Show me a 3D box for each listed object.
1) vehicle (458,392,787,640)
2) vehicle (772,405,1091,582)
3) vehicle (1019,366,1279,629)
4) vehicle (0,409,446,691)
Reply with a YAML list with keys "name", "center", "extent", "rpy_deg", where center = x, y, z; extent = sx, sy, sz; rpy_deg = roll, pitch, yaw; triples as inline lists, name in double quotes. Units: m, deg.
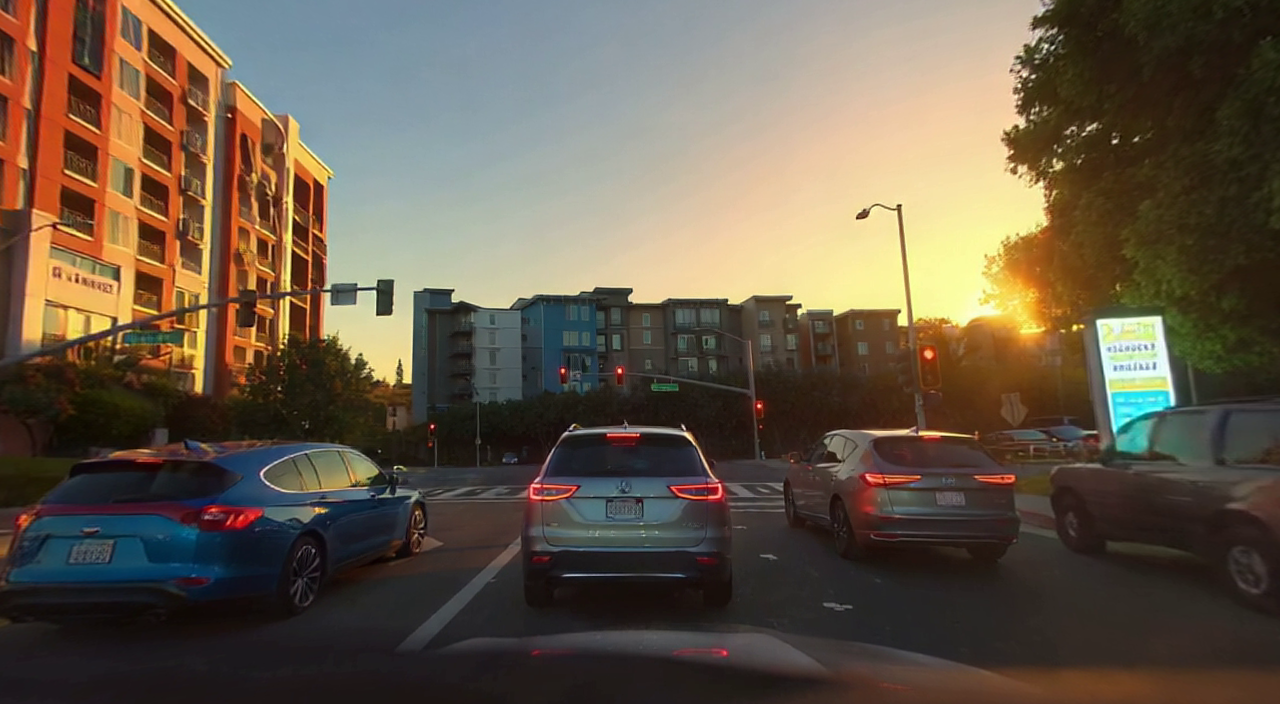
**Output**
- name: "vehicle"
  center: [-0.126, 1.418, 6.442]
  extent: [2.195, 1.662, 4.262]
  rpy_deg: [0, -8, 0]
- name: "vehicle"
  center: [3.216, 1.665, 8.256]
  extent: [2.004, 1.646, 4.554]
  rpy_deg: [0, -8, 0]
- name: "vehicle"
  center: [5.742, 1.240, 5.890]
  extent: [2.081, 1.790, 4.839]
  rpy_deg: [-1, -9, 10]
- name: "vehicle"
  center: [-3.550, 1.423, 5.817]
  extent: [1.906, 1.524, 4.547]
  rpy_deg: [0, -8, 2]
